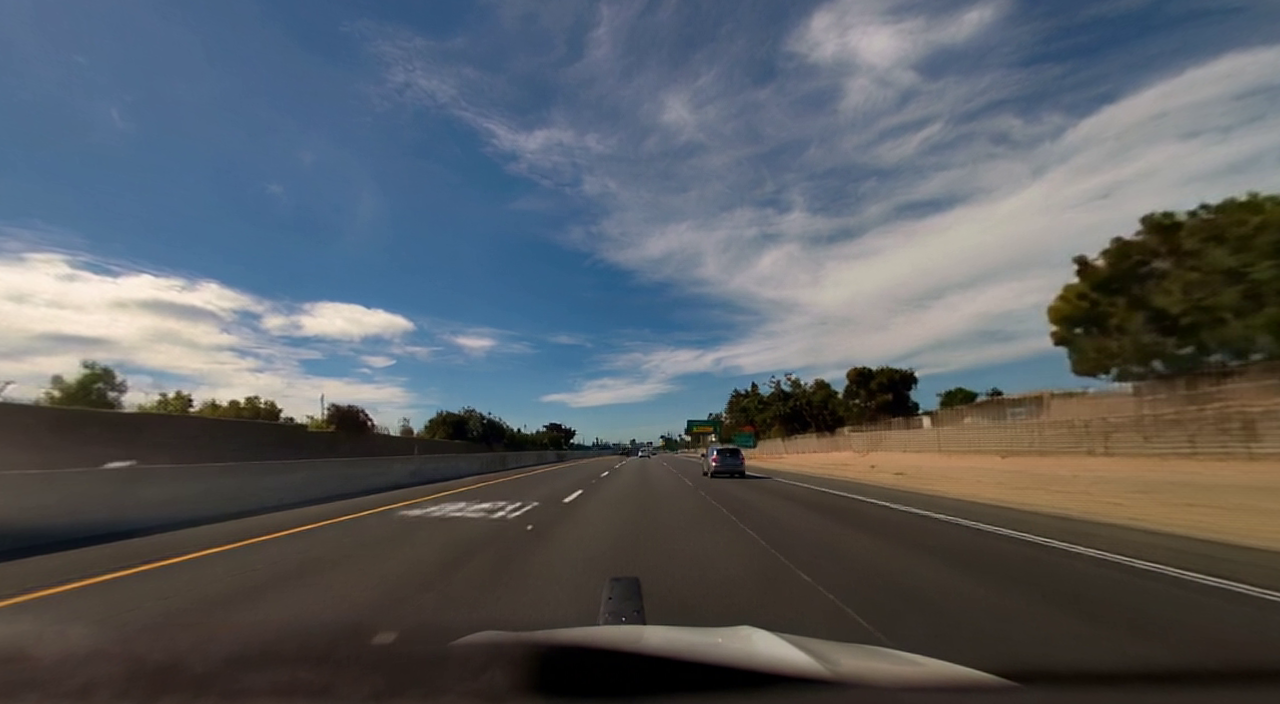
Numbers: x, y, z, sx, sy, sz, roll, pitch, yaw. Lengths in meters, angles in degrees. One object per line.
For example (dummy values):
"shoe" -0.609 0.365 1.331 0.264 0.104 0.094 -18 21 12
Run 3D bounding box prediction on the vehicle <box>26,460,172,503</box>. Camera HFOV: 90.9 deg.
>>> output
"vehicle" -21.459 5.121 25.326 1.807 1.449 4.553 0 -8 0

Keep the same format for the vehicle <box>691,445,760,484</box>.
"vehicle" 3.466 4.667 26.476 2.193 1.462 4.533 0 -8 -1
